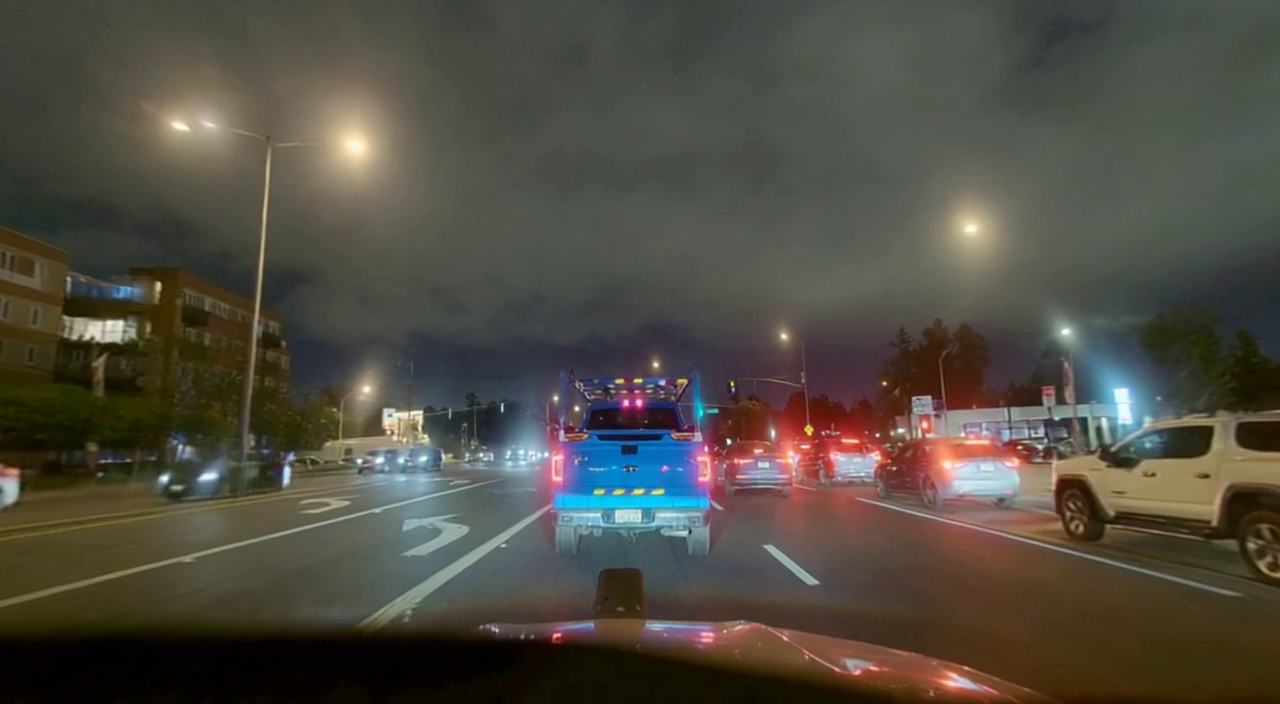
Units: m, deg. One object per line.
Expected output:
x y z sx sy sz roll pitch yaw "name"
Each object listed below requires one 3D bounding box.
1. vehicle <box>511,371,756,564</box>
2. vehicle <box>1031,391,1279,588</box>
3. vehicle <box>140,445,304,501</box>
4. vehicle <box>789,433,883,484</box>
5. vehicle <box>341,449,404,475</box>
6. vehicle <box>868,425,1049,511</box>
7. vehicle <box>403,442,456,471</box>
-0.115 1.696 9.894 2.682 2.117 5.706 0 -9 -1 "vehicle"
6.828 1.442 7.019 2.023 1.771 4.488 0 -9 -1 "vehicle"
-12.269 3.534 18.986 1.906 1.461 4.333 0 -9 1 "vehicle"
7.070 3.872 23.278 1.953 1.665 4.327 0 -9 -2 "vehicle"
-15.662 6.444 37.254 1.854 1.364 4.357 0 -9 0 "vehicle"
7.067 2.613 14.651 1.931 1.692 4.267 0 -9 0 "vehicle"
-12.107 6.027 36.490 1.781 1.558 3.688 0 -9 0 "vehicle"
